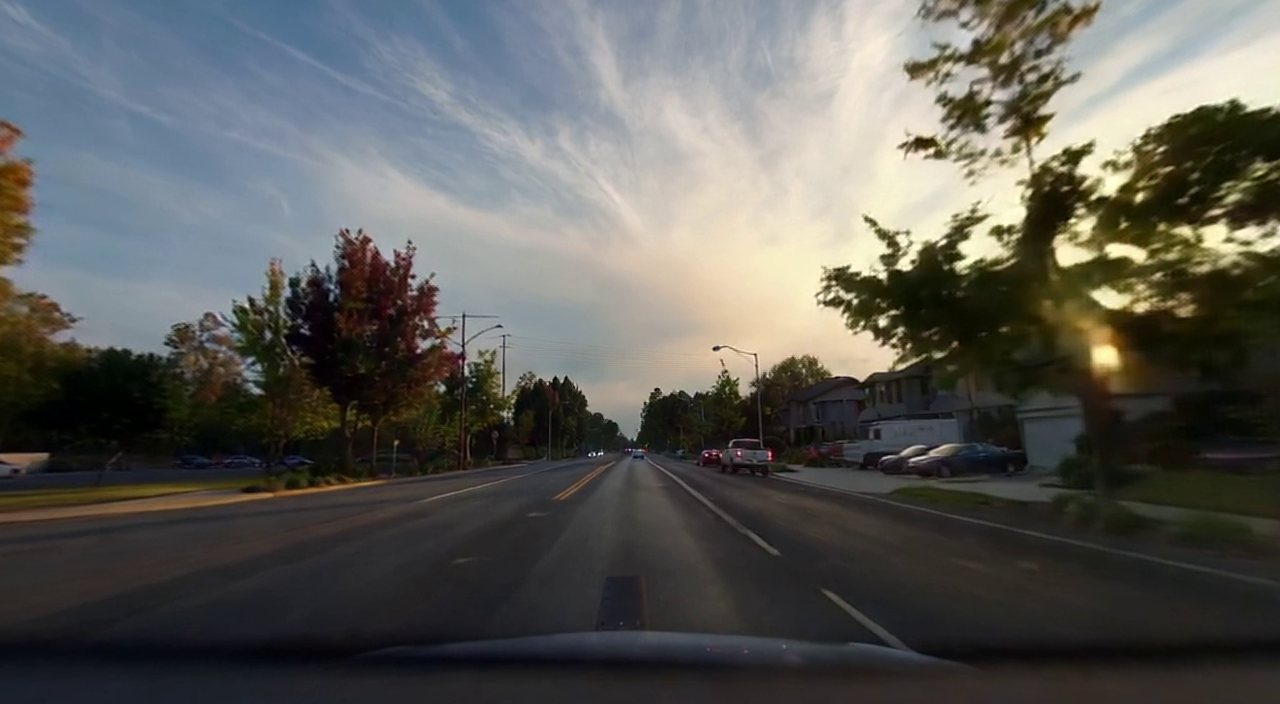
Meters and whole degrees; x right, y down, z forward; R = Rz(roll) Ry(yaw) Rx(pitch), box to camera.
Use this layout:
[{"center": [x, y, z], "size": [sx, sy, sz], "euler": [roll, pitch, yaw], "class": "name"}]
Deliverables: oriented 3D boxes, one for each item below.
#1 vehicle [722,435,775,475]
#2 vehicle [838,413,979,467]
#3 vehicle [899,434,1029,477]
[{"center": [6.333, 6.091, 37.532], "size": [2.275, 2.132, 5.726], "euler": [0, -9, 1], "class": "vehicle"}, {"center": [15.790, 5.241, 37.557], "size": [6.969, 2.929, 2.793], "euler": [-1, -9, 0], "class": "vehicle"}, {"center": [14.411, 4.628, 28.330], "size": [4.637, 1.842, 2.016], "euler": [0, -9, 2], "class": "vehicle"}]
